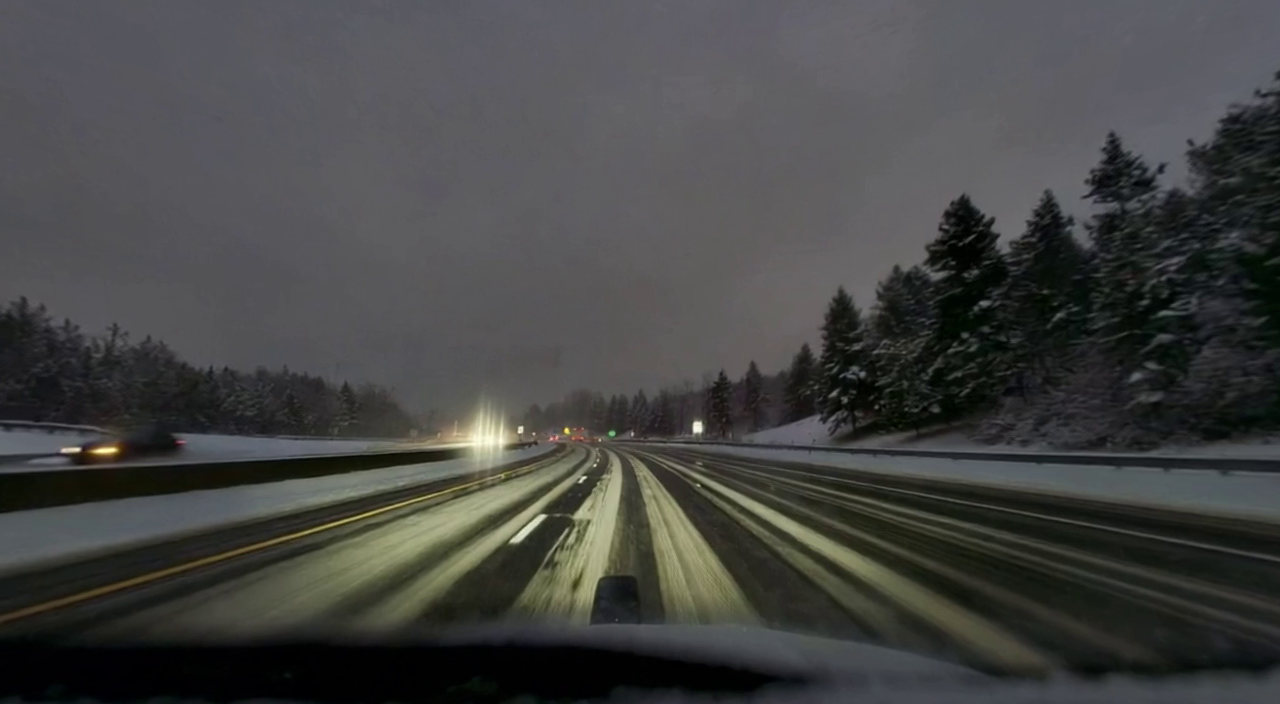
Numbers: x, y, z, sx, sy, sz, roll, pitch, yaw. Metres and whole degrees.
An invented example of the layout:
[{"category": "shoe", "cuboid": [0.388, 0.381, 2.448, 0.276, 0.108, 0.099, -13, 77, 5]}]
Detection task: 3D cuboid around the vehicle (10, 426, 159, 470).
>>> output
[{"category": "vehicle", "cuboid": [-20.340, 3.537, 23.322, 1.815, 1.472, 4.124, 0, -8, -1]}]
